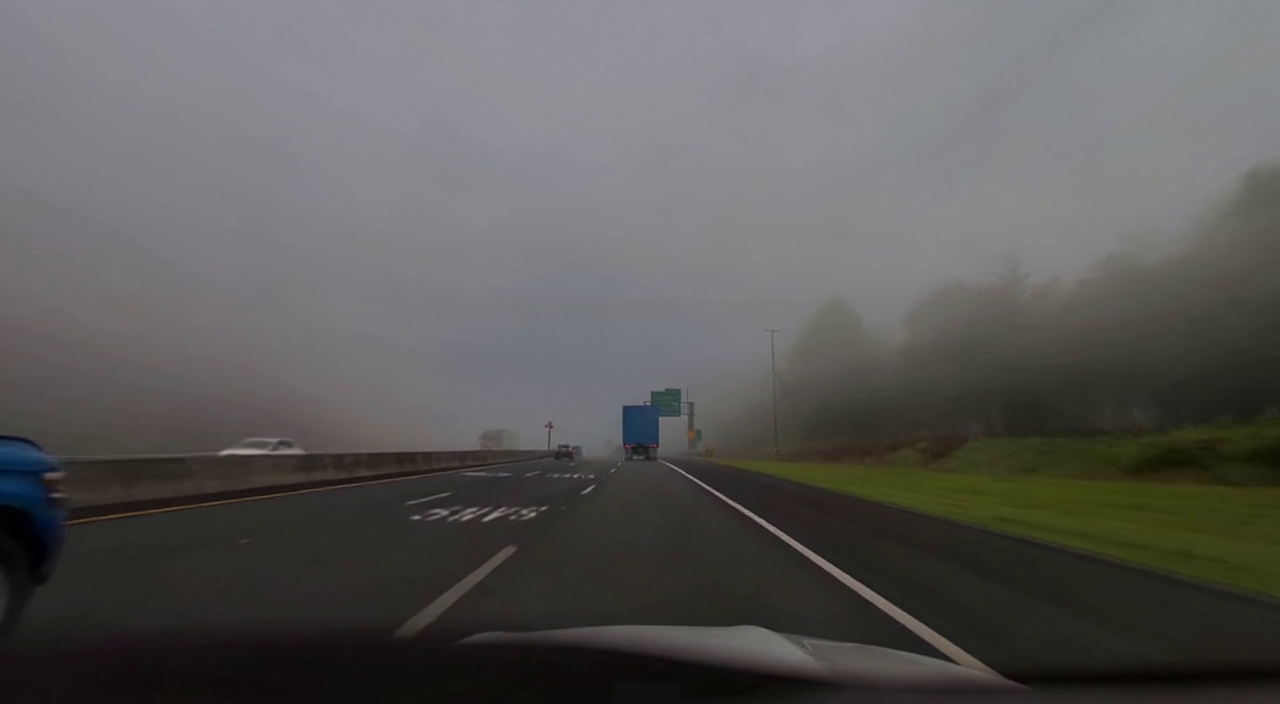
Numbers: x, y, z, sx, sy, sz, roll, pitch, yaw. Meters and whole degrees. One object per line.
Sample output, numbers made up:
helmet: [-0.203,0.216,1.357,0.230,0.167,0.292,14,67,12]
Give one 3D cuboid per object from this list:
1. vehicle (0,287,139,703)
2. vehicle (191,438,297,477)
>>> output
vehicle: [-3.604,0.374,0.949,2.044,1.740,4.361,0,-9,0]
vehicle: [-16.801,4.470,26.995,1.856,1.524,4.100,0,-8,0]
